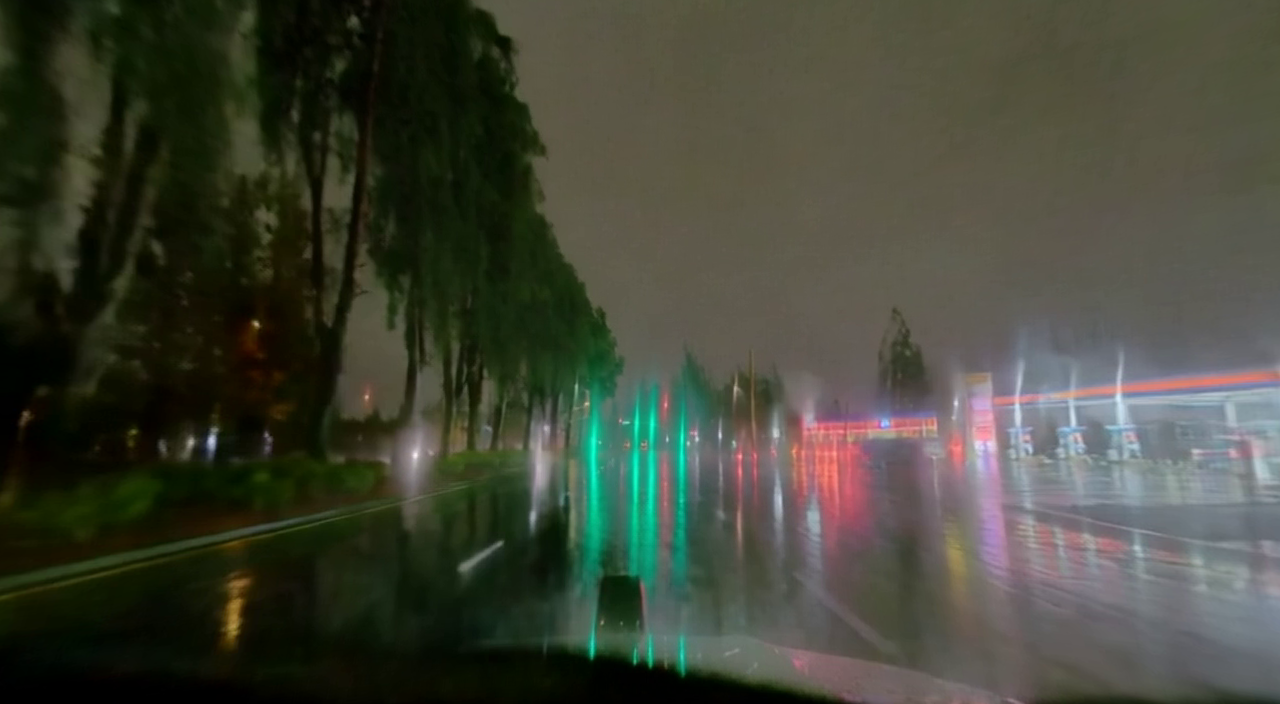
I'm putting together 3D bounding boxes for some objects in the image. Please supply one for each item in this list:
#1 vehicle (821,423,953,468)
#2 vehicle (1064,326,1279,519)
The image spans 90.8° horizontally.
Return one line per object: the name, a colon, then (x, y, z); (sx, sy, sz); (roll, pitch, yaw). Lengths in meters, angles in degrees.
vehicle: (13.227, 5.052, 34.221); (6.063, 2.313, 2.534); (0, -8, 1)
vehicle: (14.319, 1.483, 12.885); (9.127, 3.409, 2.992); (1, -8, -2)
